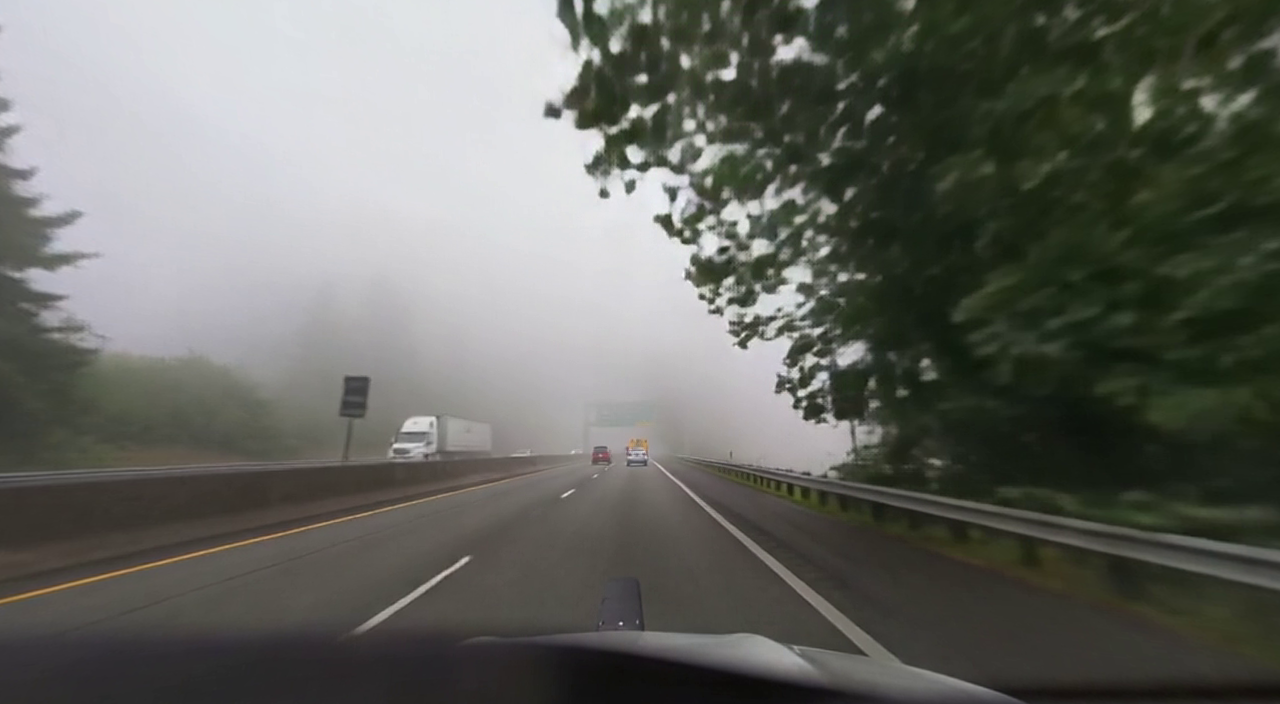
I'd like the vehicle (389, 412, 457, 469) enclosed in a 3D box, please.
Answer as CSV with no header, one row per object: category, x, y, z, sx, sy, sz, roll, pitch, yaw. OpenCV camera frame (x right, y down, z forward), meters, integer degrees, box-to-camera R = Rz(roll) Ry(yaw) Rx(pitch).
vehicle,-16.134,6.672,47.367,2.910,3.942,5.877,0,-9,1

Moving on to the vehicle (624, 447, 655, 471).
vehicle,-0.038,6.630,39.201,1.853,1.436,3.438,0,-9,-1
